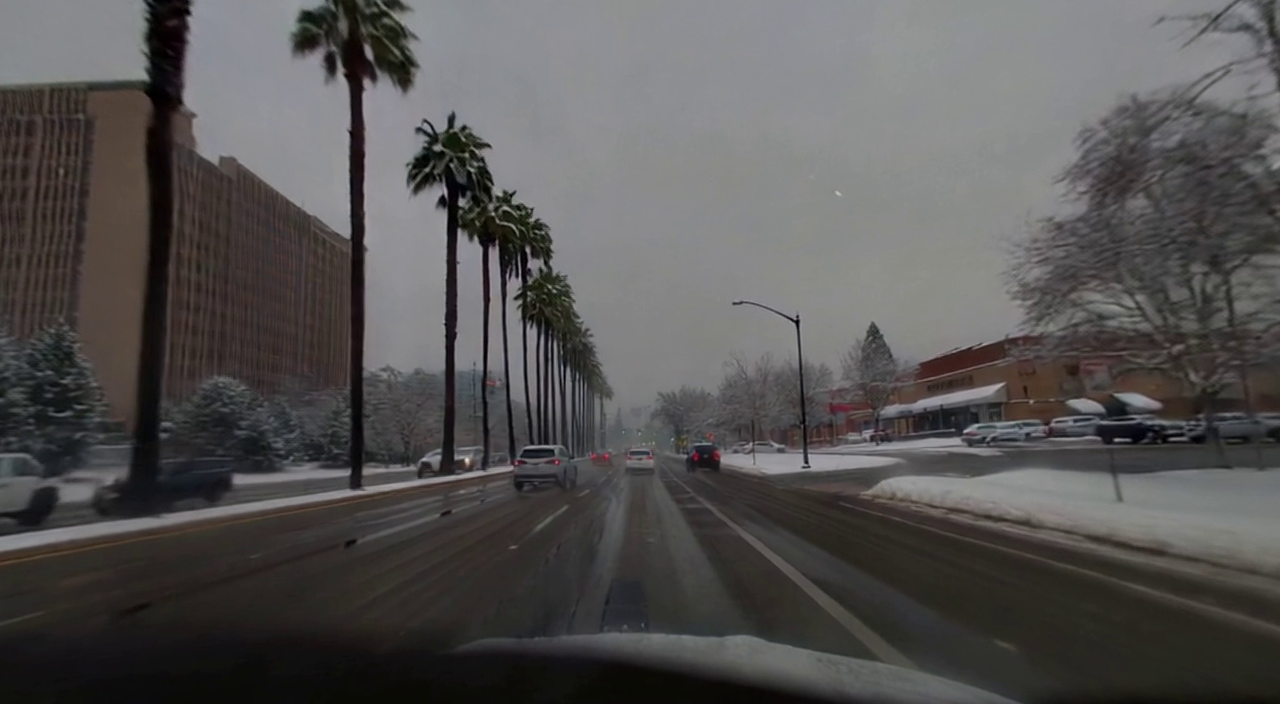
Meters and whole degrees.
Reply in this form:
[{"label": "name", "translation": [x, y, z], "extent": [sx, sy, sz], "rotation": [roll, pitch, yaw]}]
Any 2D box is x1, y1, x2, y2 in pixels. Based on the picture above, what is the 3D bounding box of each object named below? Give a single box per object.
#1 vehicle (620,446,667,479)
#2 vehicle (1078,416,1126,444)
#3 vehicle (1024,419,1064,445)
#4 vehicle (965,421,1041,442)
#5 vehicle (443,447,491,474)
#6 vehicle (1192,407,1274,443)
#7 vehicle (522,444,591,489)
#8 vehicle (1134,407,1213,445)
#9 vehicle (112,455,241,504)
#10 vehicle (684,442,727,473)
[{"label": "vehicle", "translation": [0.154, 5.336, 30.693], "extent": [2.147, 1.507, 3.953], "rotation": [0, -9, 0]}, {"label": "vehicle", "translation": [27.694, 4.733, 37.879], "extent": [1.781, 1.592, 3.879], "rotation": [-5, -10, 29]}, {"label": "vehicle", "translation": [24.405, 4.894, 38.099], "extent": [1.815, 1.441, 3.985], "rotation": [-7, -11, 32]}, {"label": "vehicle", "translation": [27.831, 6.172, 48.483], "extent": [1.663, 1.499, 4.774], "rotation": [5, -10, -32]}, {"label": "vehicle", "translation": [-11.442, 7.200, 41.986], "extent": [1.886, 1.706, 4.209], "rotation": [0, -9, 1]}, {"label": "vehicle", "translation": [30.379, 3.812, 32.420], "extent": [1.955, 1.709, 4.014], "rotation": [-5, -10, 28]}, {"label": "vehicle", "translation": [-3.015, 4.237, 23.678], "extent": [1.908, 1.505, 4.369], "rotation": [0, -9, 1]}, {"label": "vehicle", "translation": [27.572, 3.910, 32.780], "extent": [2.102, 1.779, 4.903], "rotation": [-5, -10, 29]}, {"label": "vehicle", "translation": [-17.393, 4.763, 23.911], "extent": [1.831, 1.611, 3.912], "rotation": [0, -9, 0]}, {"label": "vehicle", "translation": [4.011, 6.571, 39.452], "extent": [2.108, 1.785, 4.334], "rotation": [0, -9, -1]}]
